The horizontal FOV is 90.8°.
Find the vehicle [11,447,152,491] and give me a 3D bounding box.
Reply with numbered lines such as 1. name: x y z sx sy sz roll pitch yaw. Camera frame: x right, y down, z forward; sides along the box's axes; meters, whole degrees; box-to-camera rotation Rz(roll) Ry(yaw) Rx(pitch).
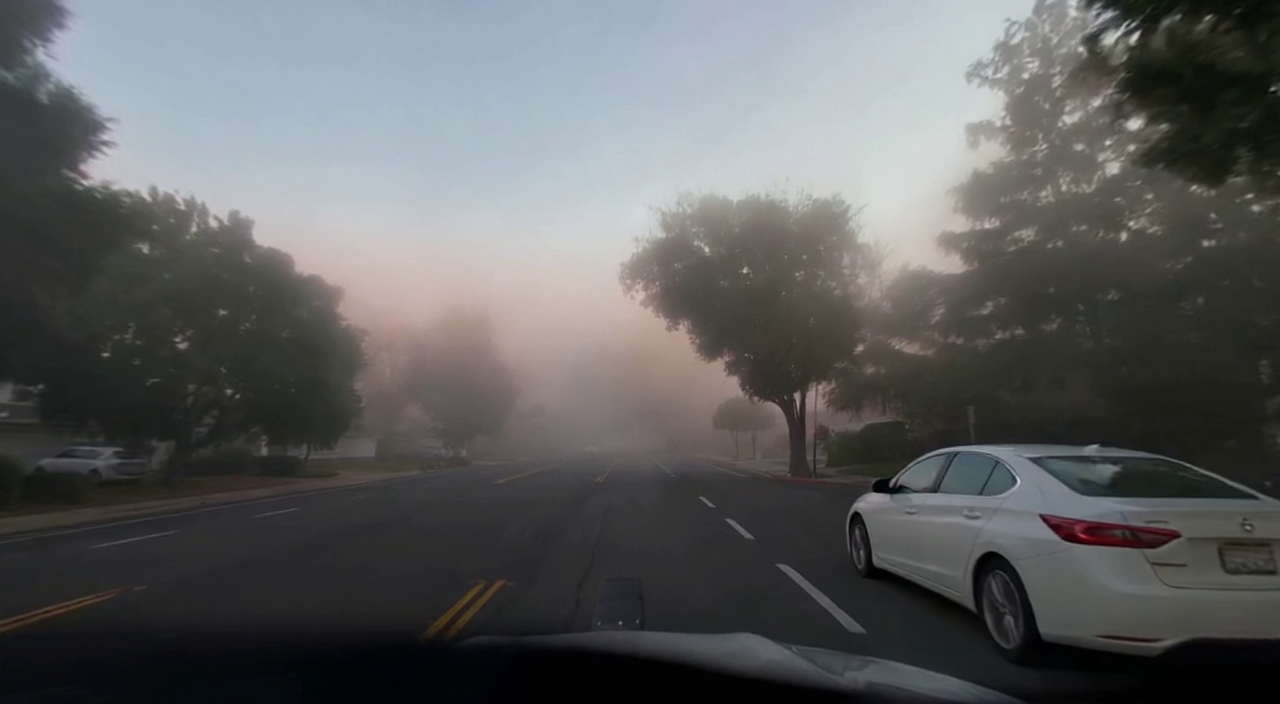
1. vehicle: -23.789 4.970 27.018 4.230 1.721 2.028 -1 -8 4

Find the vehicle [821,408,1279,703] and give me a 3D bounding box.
1. vehicle: 3.084 1.313 4.912 2.057 1.493 4.225 0 -8 -1
